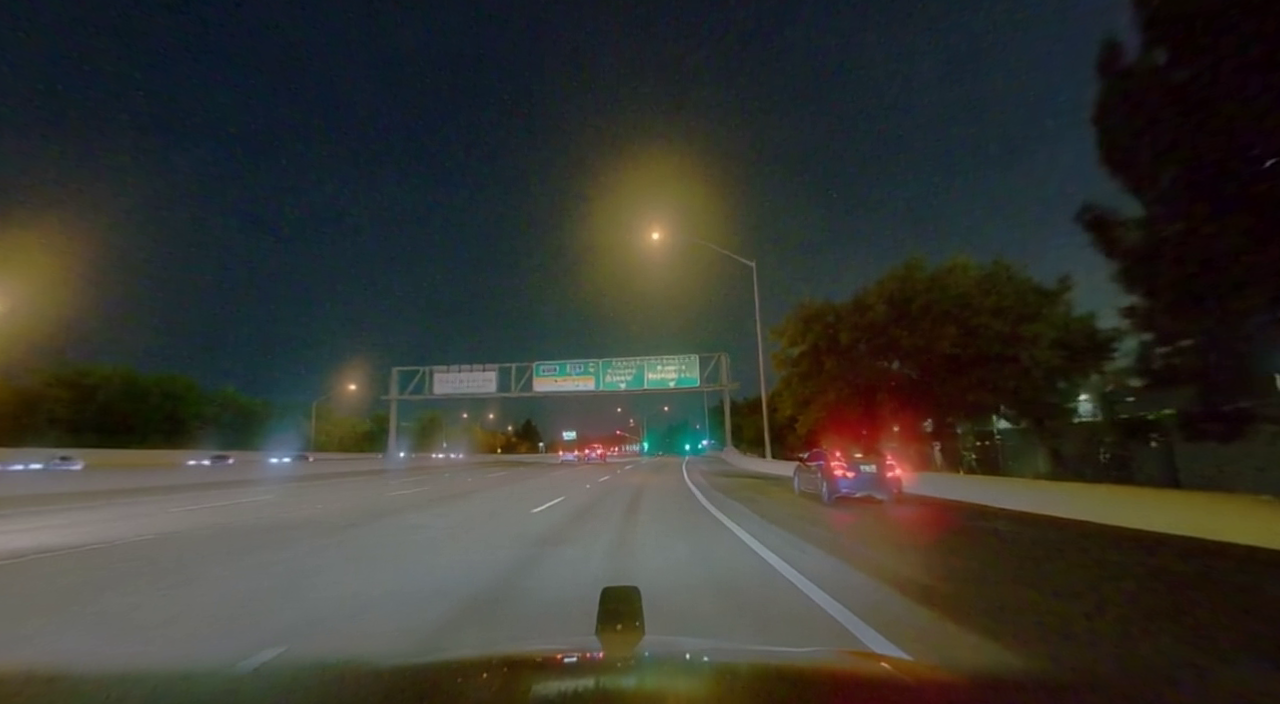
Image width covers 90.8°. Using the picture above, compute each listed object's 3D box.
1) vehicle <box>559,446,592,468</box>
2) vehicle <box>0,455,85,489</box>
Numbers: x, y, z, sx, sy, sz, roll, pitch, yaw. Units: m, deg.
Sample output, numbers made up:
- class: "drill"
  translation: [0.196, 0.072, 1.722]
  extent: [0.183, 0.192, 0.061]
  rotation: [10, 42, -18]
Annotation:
- class: "vehicle"
  translation: [-4.748, 7.852, 47.276]
  extent: [2.271, 1.537, 4.029]
  rotation: [0, -9, -3]
- class: "vehicle"
  translation: [-34.699, 6.757, 35.839]
  extent: [2.189, 1.710, 4.614]
  rotation: [-1, -9, 1]
